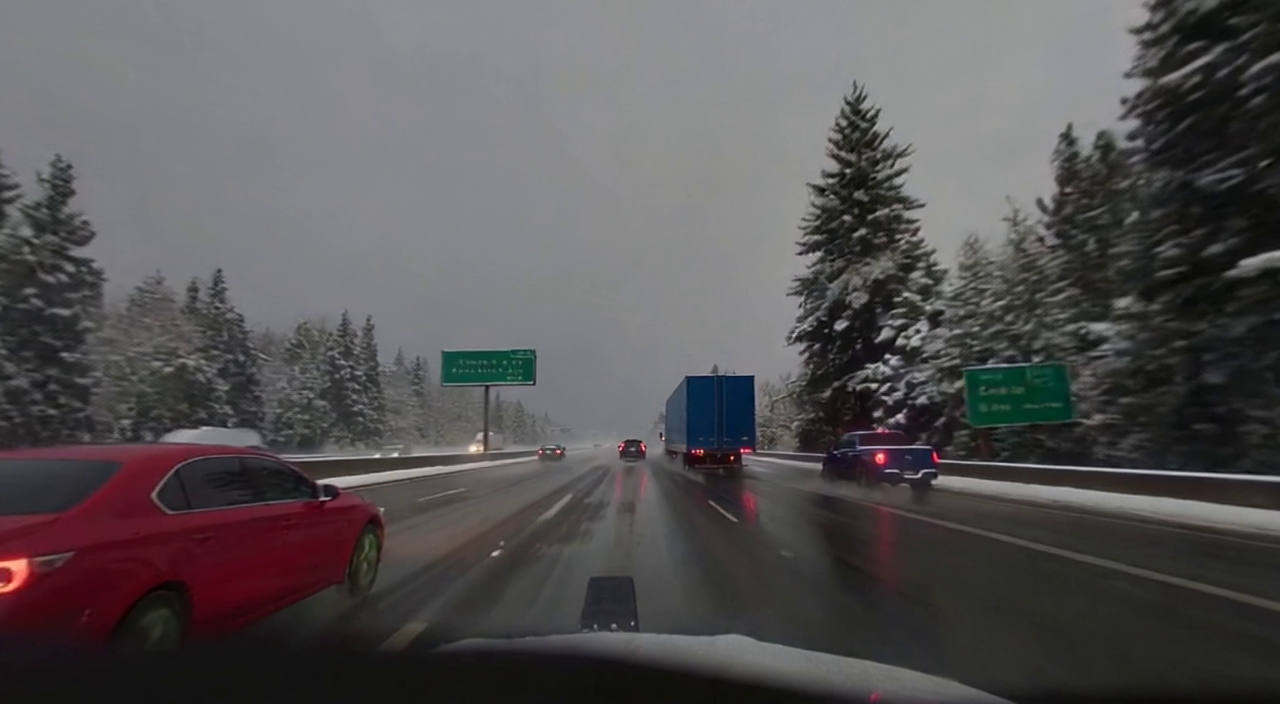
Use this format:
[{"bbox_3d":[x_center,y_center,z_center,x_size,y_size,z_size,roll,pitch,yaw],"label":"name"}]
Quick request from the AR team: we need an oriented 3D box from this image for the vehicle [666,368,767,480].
[{"bbox_3d":[3.120,3.772,30.771,2.876,4.086,15.117,0,-9,0],"label":"vehicle"}]

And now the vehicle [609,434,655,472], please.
[{"bbox_3d":[-0.421,5.213,32.694,2.203,1.805,4.358,0,-9,-1],"label":"vehicle"}]

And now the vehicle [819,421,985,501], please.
[{"bbox_3d":[6.762,2.917,17.208,2.106,1.795,5.489,0,-9,-1],"label":"vehicle"}]

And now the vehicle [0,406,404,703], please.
[{"bbox_3d":[-3.090,1.098,3.435,1.864,1.406,4.544,0,-9,0],"label":"vehicle"}]
